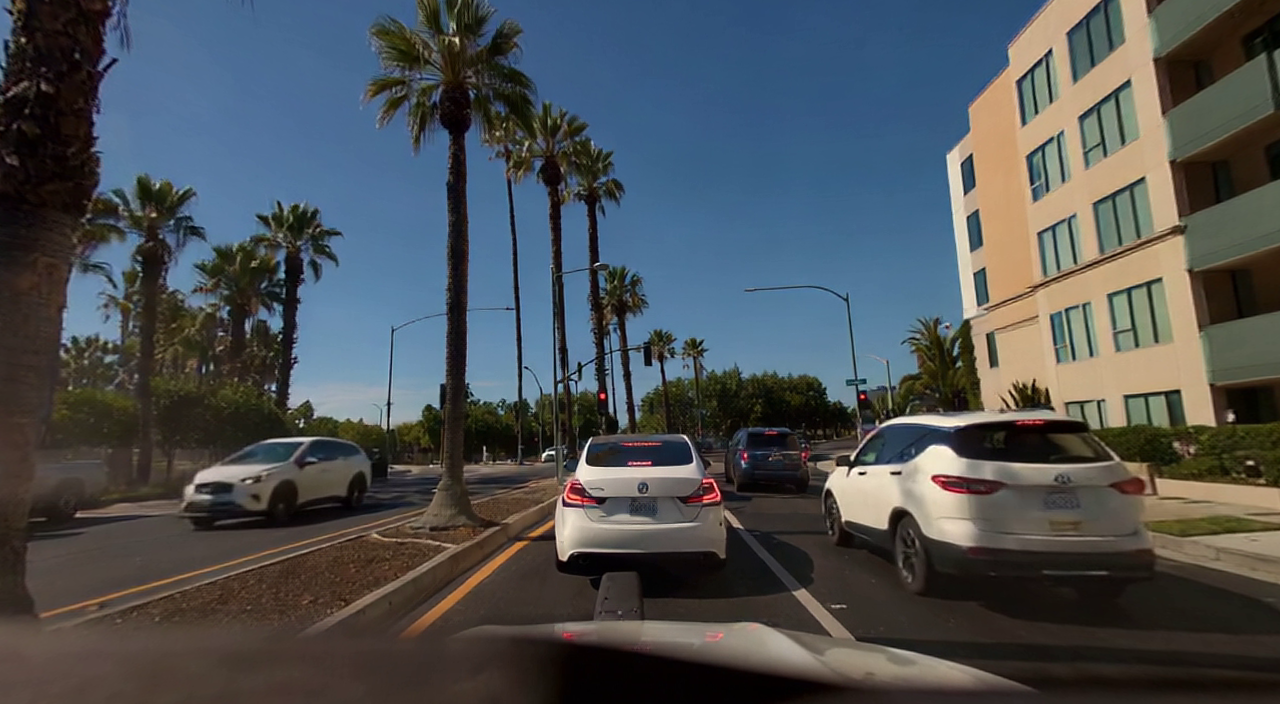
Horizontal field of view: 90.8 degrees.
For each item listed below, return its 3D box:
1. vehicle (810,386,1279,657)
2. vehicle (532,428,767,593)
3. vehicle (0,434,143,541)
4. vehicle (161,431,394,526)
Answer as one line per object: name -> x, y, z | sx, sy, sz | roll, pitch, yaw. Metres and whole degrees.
vehicle -> 3.301, 1.413, 6.312 | 2.003, 1.733, 4.319 | 0, -8, 0
vehicle -> 0.125, 1.721, 7.705 | 2.088, 1.452, 3.993 | 0, -8, 1
vehicle -> -13.050, 2.717, 12.290 | 2.240, 1.964, 5.707 | -6, -8, 0
vehicle -> -7.423, 2.598, 13.571 | 2.053, 1.693, 4.198 | -2, -9, 9
